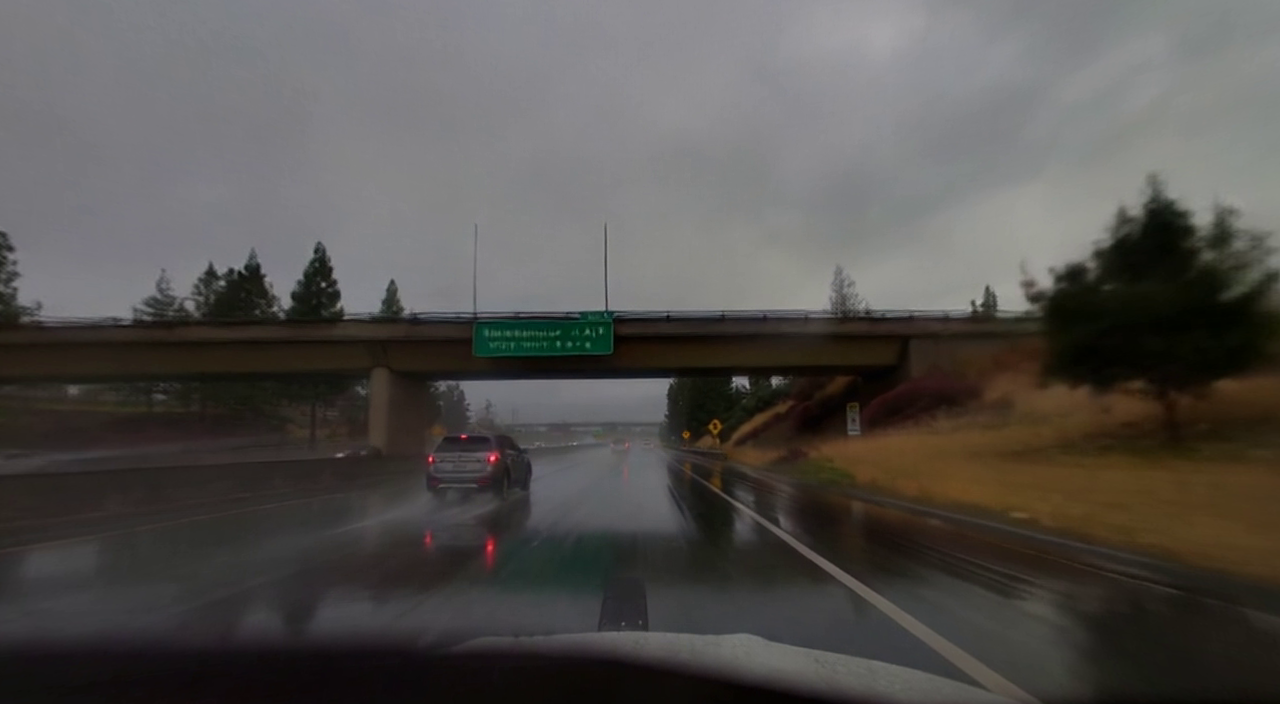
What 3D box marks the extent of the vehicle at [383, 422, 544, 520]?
[{"bbox_3d":[-3.427,2.404,13.215,2.048,1.705,4.384,0,-8,1],"label":"vehicle"}]
